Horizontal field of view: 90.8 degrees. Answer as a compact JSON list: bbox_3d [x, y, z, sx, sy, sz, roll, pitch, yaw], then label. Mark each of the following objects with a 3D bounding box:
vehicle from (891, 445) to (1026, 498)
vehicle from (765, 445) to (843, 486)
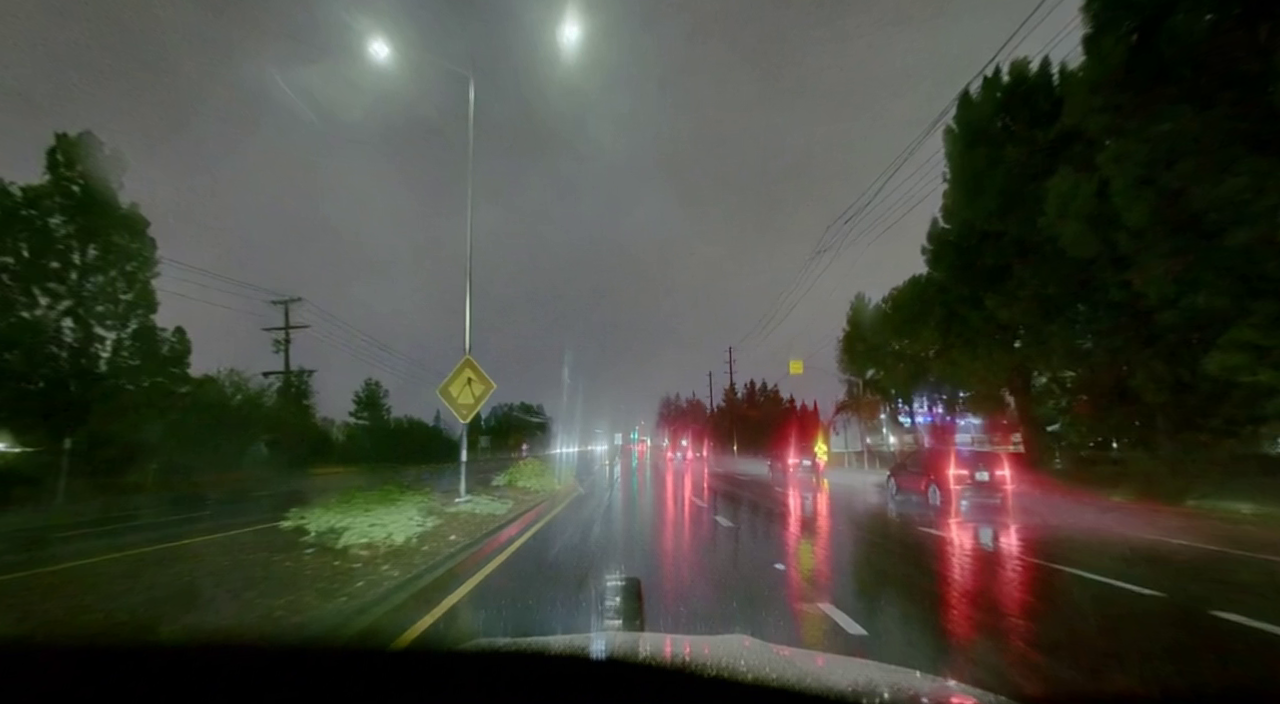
[{"bbox_3d":[9.963,3.725,20.248,1.874,1.482,4.545,0,-8,-1],"label":"vehicle"},{"bbox_3d":[6.302,4.393,24.835,1.882,1.476,4.344,0,-8,-1],"label":"vehicle"}]
